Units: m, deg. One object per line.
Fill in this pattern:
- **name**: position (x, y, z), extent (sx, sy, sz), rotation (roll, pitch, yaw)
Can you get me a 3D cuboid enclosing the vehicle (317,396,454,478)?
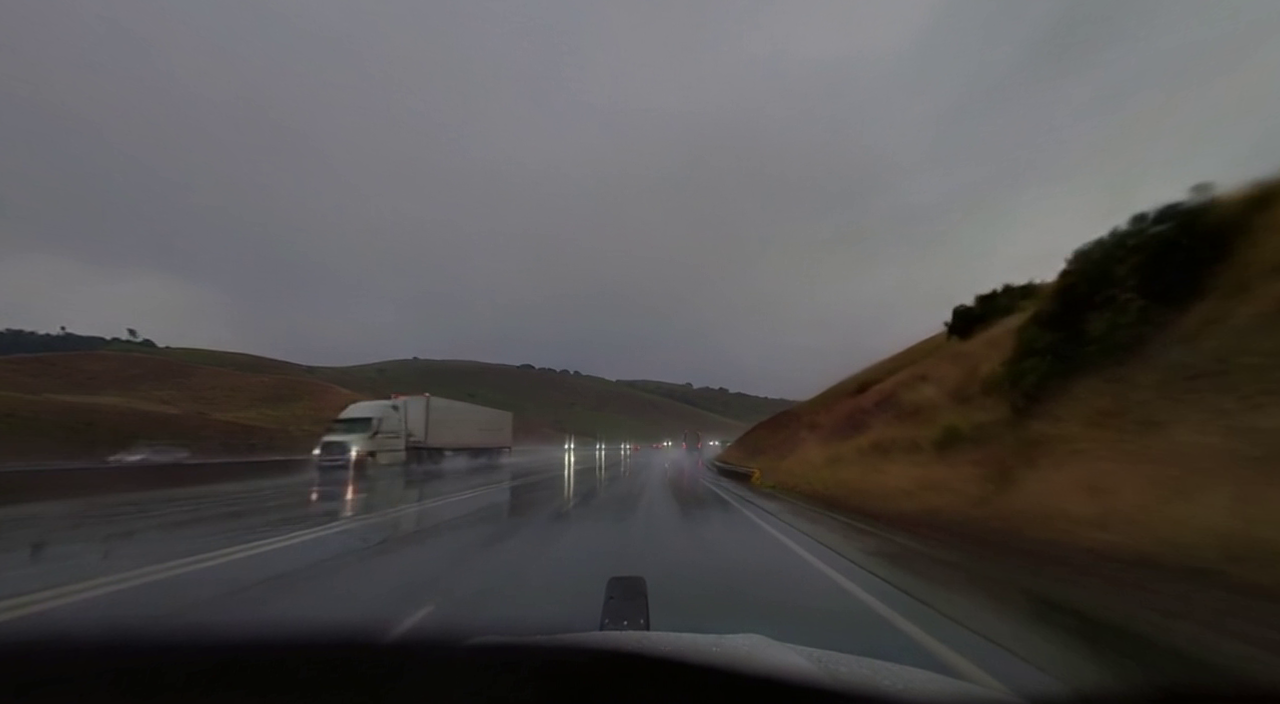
- **vehicle**: position (-12.597, 4.441, 32.372), extent (3.043, 3.571, 8.922), rotation (0, -9, 2)
